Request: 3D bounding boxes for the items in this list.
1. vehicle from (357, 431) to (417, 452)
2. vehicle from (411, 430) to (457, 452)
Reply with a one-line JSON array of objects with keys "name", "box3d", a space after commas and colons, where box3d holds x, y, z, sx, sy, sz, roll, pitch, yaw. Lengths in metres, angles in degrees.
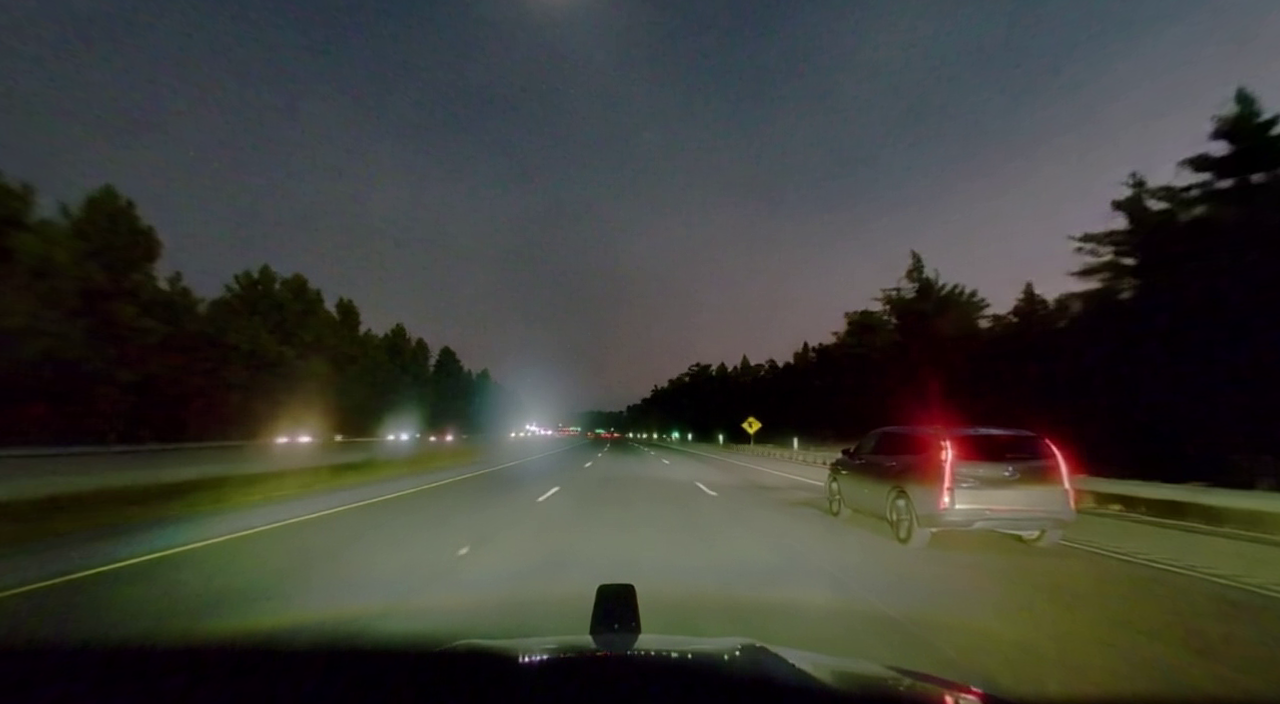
[{"name": "vehicle", "box3d": [-17.660, 6.285, 44.214, 2.134, 1.357, 5.268, 0, -8, -1]}, {"name": "vehicle", "box3d": [-13.931, 6.056, 42.743, 1.969, 1.424, 3.731, 0, -8, -2]}]
